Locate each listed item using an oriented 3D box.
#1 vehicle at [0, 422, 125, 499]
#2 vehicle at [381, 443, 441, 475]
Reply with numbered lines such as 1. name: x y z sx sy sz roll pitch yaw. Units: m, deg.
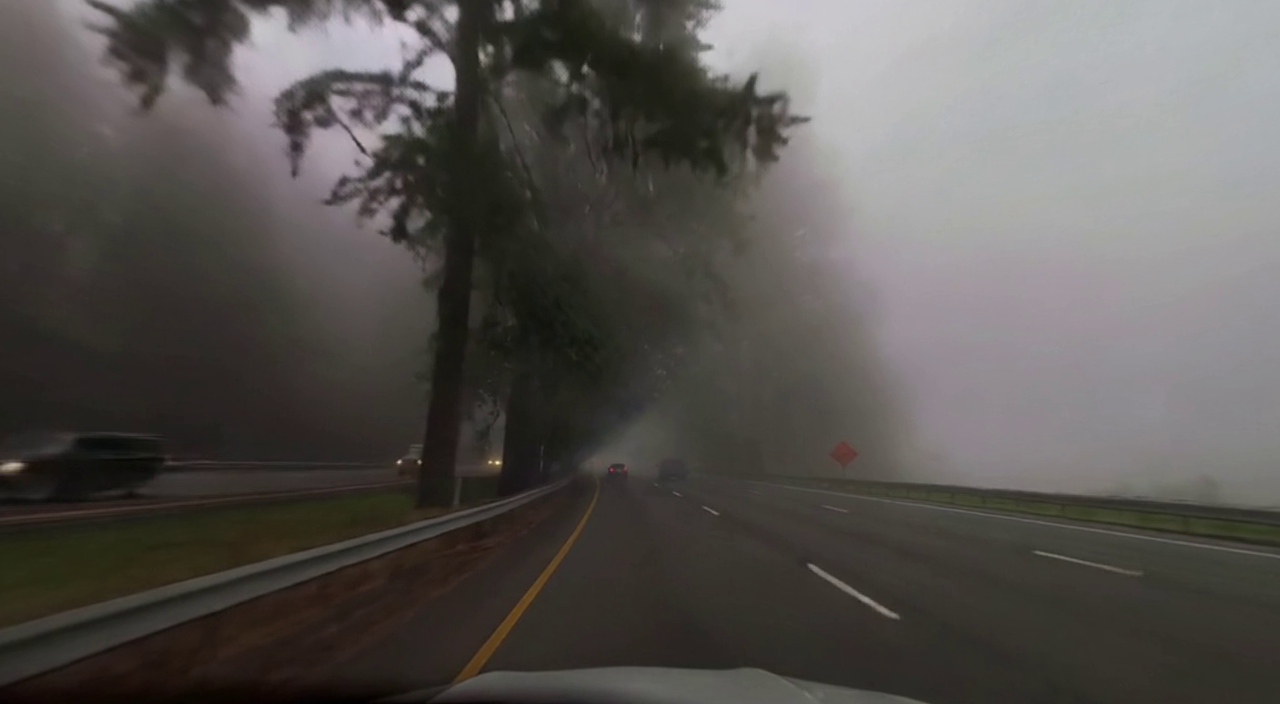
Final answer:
1. vehicle: -14.026 2.402 13.939 1.986 1.548 3.812 1 -10 -1
2. vehicle: -15.037 7.113 41.718 2.240 1.991 5.012 1 -10 -2
